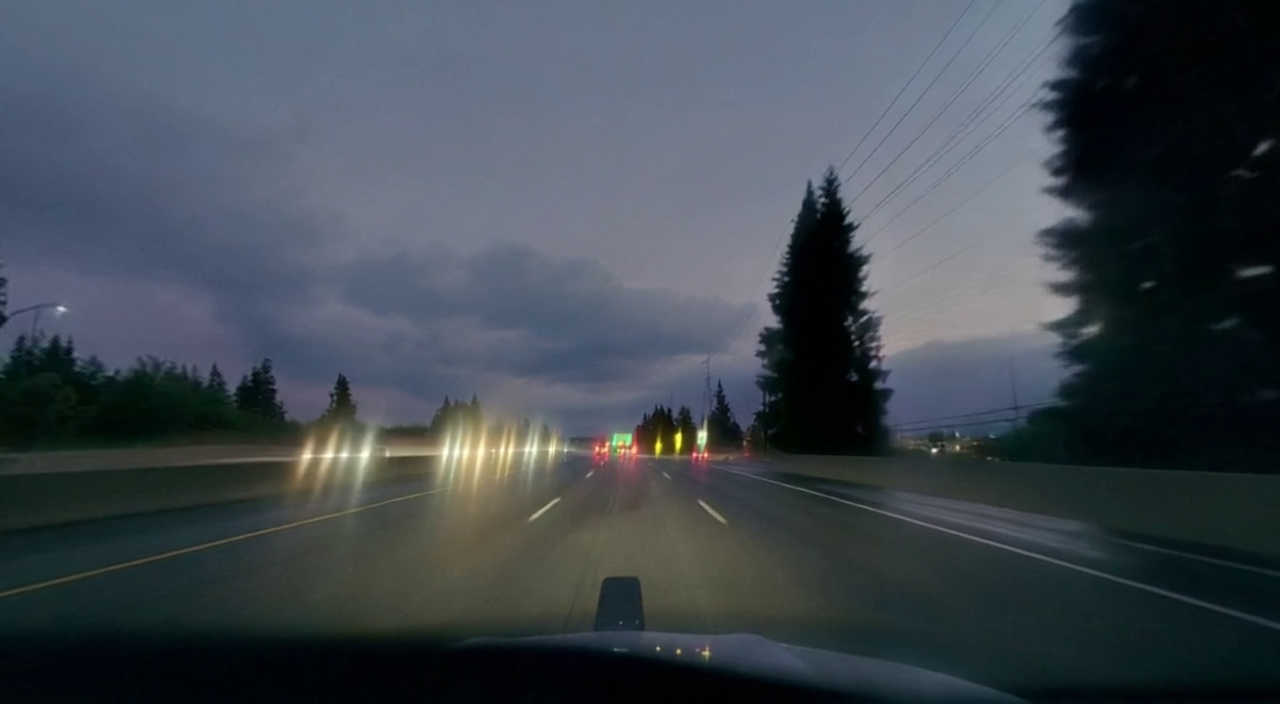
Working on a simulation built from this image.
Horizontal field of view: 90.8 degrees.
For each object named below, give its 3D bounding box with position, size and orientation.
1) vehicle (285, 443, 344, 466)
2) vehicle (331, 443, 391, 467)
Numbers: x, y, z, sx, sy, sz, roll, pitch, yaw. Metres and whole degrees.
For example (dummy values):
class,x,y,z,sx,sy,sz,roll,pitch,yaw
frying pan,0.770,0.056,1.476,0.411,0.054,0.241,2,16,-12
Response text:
class,x,y,z,sx,sy,sz,roll,pitch,yaw
vehicle,-22.140,6.959,43.148,1.826,1.487,4.146,0,-8,-1
vehicle,-18.490,6.826,42.093,2.002,1.487,4.509,0,-8,-1
